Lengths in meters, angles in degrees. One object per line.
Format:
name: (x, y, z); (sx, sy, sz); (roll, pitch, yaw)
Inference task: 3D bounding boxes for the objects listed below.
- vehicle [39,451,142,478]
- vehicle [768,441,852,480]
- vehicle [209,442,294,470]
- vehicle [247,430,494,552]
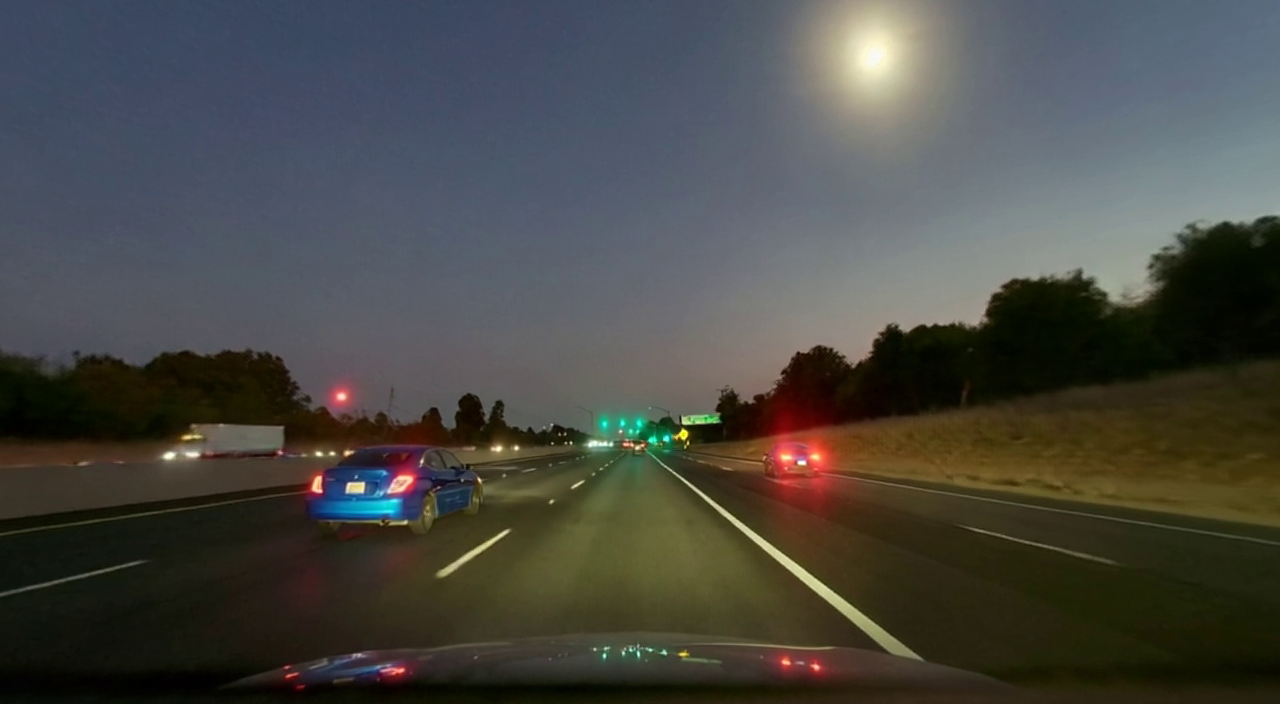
vehicle: (-32.272, 6.572, 37.171); (1.918, 1.446, 4.623); (0, -9, 0)
vehicle: (7.006, 4.511, 26.515); (2.049, 1.481, 4.774); (0, -9, -2)
vehicle: (-27.868, 7.484, 45.477); (2.407, 1.859, 5.897); (0, -9, 0)
vehicle: (-3.931, 2.098, 10.224); (1.987, 1.516, 4.478); (0, -9, 0)
